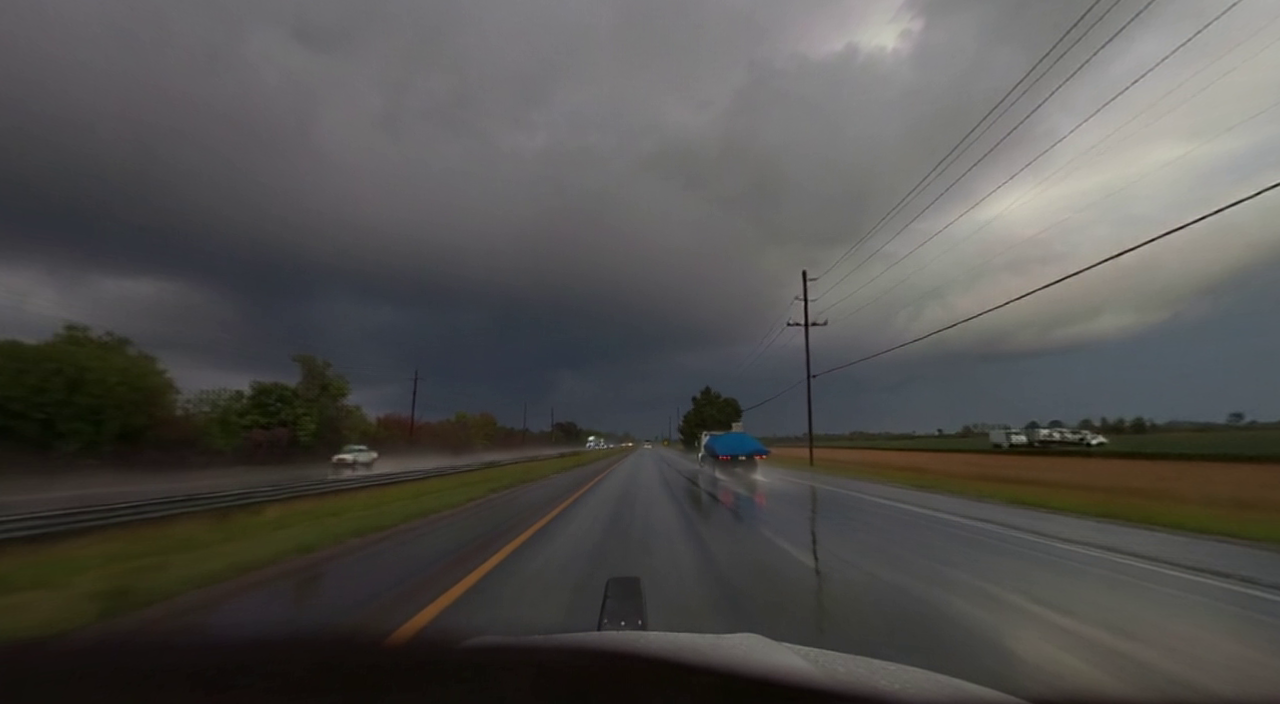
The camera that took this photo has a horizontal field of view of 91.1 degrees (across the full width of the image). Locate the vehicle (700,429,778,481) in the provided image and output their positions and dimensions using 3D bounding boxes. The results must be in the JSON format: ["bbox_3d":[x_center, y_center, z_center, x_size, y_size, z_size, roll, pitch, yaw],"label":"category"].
[{"bbox_3d":[3.816,4.100,25.328,2.228,1.852,5.449,0,-8,0],"label":"vehicle"}]
